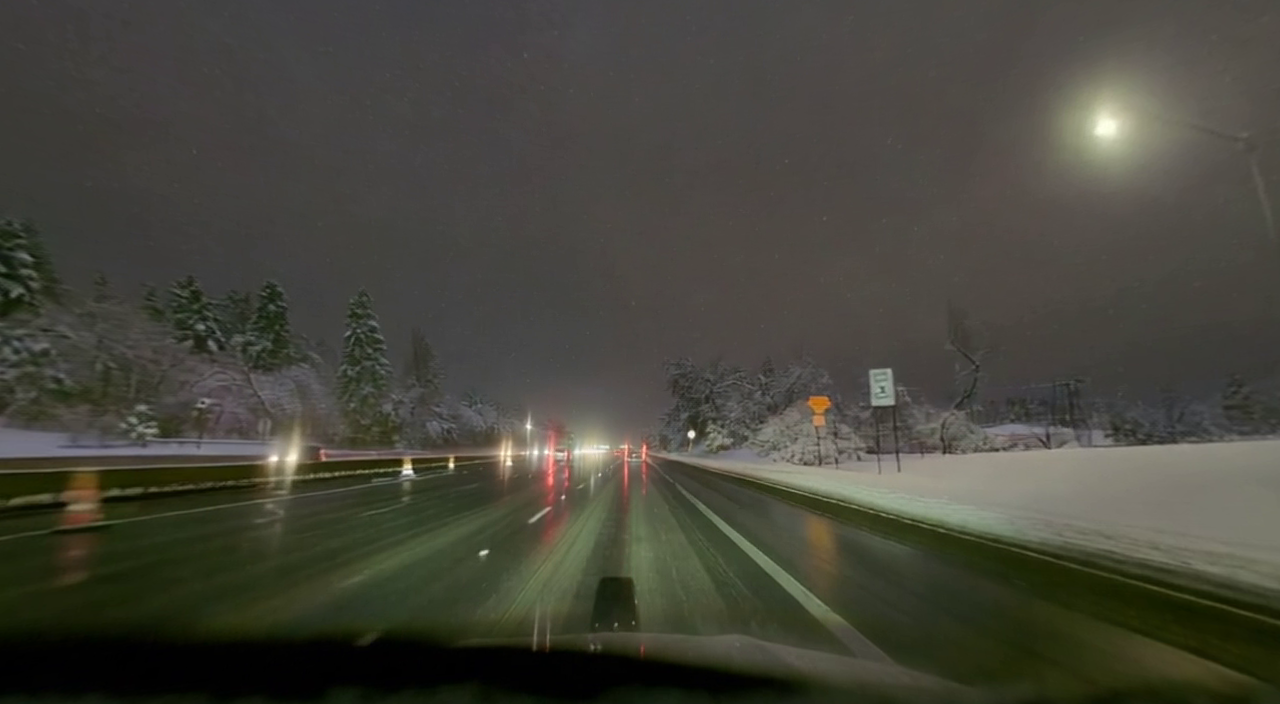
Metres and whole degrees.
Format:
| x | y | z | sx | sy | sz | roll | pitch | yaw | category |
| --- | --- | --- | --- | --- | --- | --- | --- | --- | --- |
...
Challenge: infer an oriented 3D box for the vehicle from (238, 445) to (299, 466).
| x | y | z | sx | sy | sz | roll | pitch | yaw | category |
| --- | --- | --- | --- | --- | --- | --- | --- | --- | --- |
| -27.422 | 7.650 | 46.812 | 1.763 | 1.483 | 4.398 | 0 | -9 | 0 | vehicle |

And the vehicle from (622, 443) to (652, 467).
| x | y | z | sx | sy | sz | roll | pitch | yaw | category |
| --- | --- | --- | --- | --- | --- | --- | --- | --- | --- |
| -0.249 | 7.544 | 46.402 | 2.109 | 1.638 | 3.856 | 0 | -9 | 0 | vehicle |
